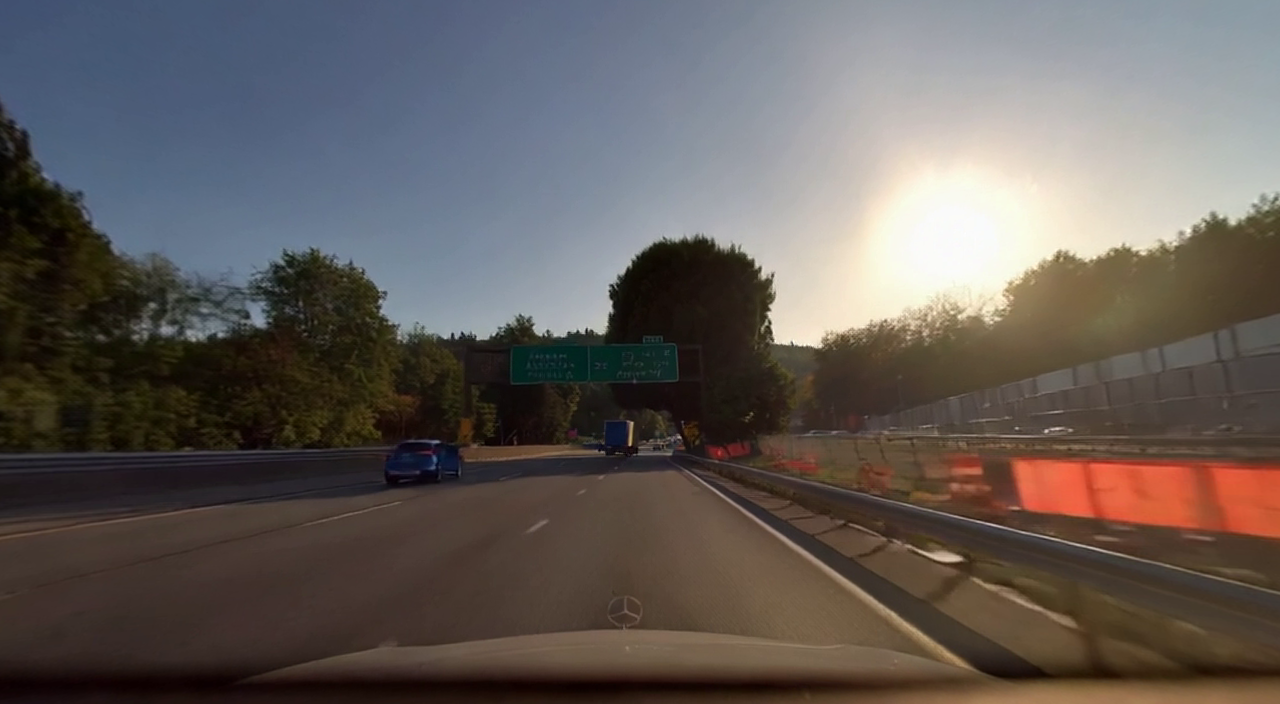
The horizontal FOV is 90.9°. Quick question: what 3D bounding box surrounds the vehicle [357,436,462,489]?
[{"bbox_3d":[-7.446,3.631,20.860,1.893,1.566,4.051,0,-9,1],"label":"vehicle"}]
